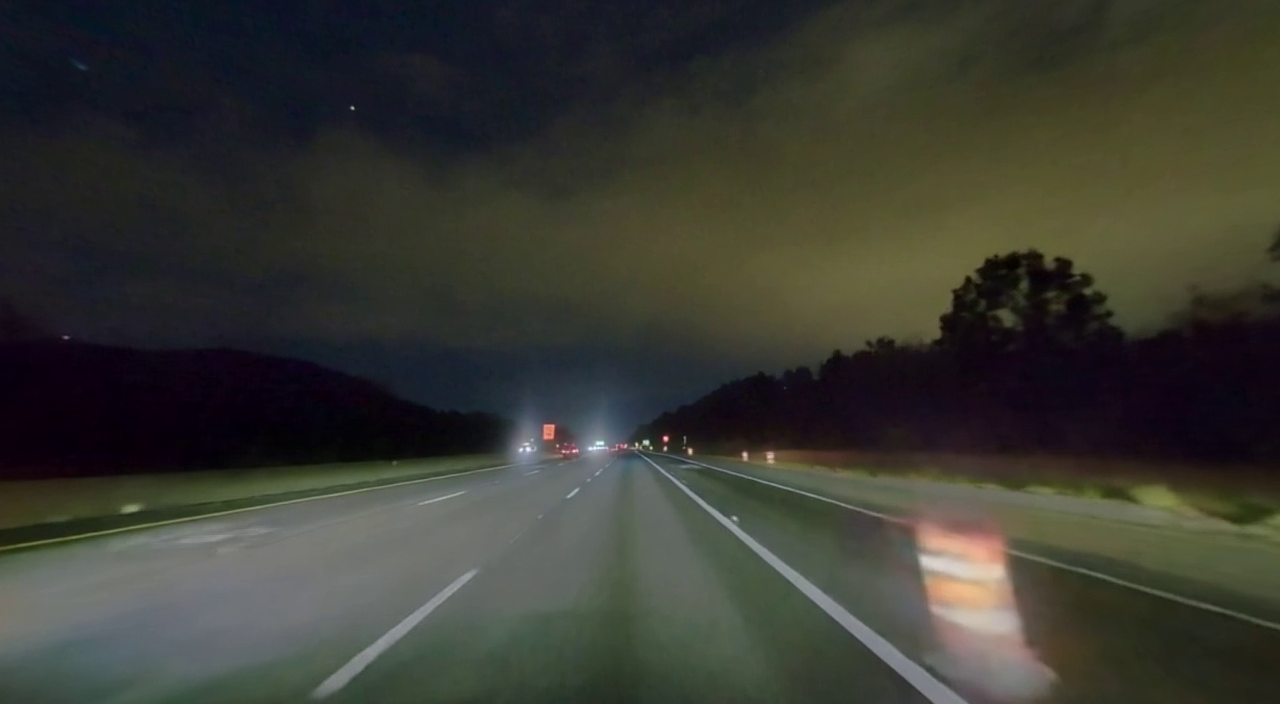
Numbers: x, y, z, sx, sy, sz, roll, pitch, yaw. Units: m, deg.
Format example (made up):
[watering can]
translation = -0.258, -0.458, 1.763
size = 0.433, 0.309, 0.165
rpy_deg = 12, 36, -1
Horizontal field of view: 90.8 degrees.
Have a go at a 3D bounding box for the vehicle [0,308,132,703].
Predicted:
[vehicle]
translation = -3.039, 0.460, 0.201
size = 2.103, 1.715, 4.371
rpy_deg = 0, -9, -1
